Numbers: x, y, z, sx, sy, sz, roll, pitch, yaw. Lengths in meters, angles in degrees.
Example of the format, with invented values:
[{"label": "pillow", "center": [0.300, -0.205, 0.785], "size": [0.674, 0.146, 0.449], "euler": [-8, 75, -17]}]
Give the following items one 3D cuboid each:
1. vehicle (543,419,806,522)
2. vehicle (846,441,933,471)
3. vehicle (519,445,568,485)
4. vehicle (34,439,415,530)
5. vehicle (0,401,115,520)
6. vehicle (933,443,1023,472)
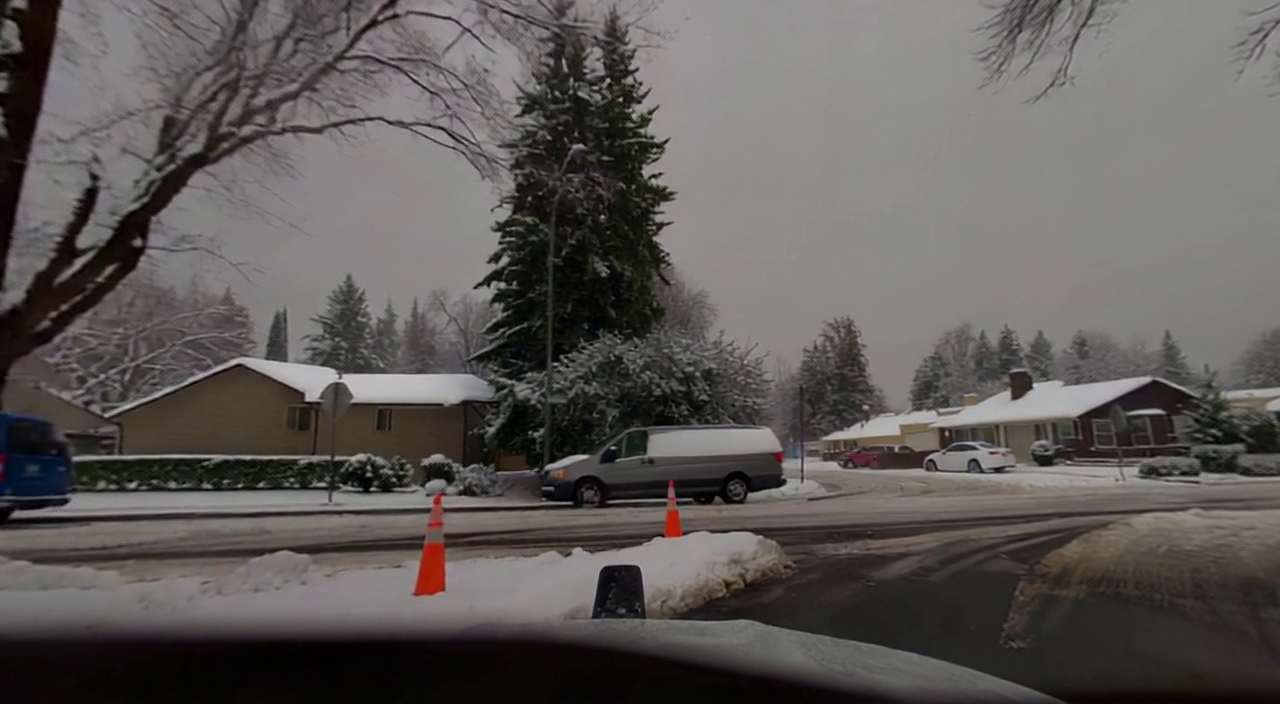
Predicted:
[{"label": "vehicle", "center": [0.655, 2.406, 13.264], "size": [5.047, 1.851, 2.103], "euler": [2, -9, -16]}, {"label": "vehicle", "center": [16.602, 6.892, 42.115], "size": [4.984, 1.912, 2.132], "euler": [2, -9, -12]}, {"label": "vehicle", "center": [-3.962, 4.504, 25.482], "size": [1.648, 1.430, 3.654], "euler": [4, -9, -12]}, {"label": "vehicle", "center": [-8.947, 2.918, 14.619], "size": [6.643, 1.777, 2.925], "euler": [2, -9, -12]}, {"label": "vehicle", "center": [-16.431, 2.384, 13.186], "size": [7.824, 2.323, 2.863], "euler": [0, -11, -10]}, {"label": "vehicle", "center": [18.095, 5.617, 33.906], "size": [3.863, 1.453, 1.826], "euler": [2, -8, -11]}]
